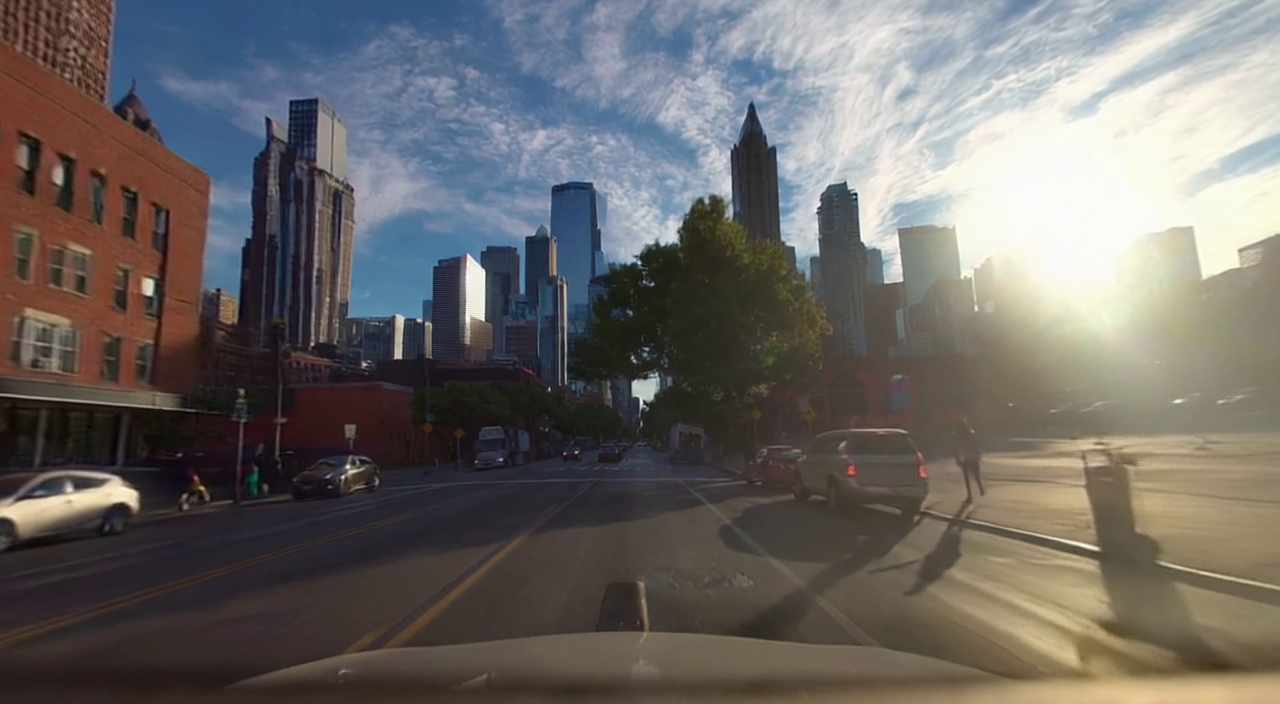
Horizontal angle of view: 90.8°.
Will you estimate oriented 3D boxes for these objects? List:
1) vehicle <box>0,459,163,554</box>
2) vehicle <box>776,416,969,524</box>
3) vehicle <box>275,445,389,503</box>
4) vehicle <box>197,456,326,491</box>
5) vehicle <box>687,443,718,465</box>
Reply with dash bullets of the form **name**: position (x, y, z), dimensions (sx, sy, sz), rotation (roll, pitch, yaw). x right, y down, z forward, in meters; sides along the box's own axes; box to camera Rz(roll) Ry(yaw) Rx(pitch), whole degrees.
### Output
- **vehicle**: position (-11.291, 2.765, 11.435), dimensions (2.007, 1.511, 4.280), rotation (-4, -10, 0)
- **vehicle**: position (4.736, 2.499, 14.025), dimensions (2.237, 1.908, 5.320), rotation (0, -8, 0)
- **vehicle**: position (-11.148, 4.425, 23.277), dimensions (2.039, 1.770, 4.445), rotation (-3, -9, -1)
- **vehicle**: position (-17.276, 5.554, 29.011), dimensions (4.575, 1.462, 2.015), rotation (0, -8, -4)
- **vehicle**: position (4.574, 7.507, 46.670), dimensions (1.891, 1.535, 4.068), rotation (0, -8, 0)
